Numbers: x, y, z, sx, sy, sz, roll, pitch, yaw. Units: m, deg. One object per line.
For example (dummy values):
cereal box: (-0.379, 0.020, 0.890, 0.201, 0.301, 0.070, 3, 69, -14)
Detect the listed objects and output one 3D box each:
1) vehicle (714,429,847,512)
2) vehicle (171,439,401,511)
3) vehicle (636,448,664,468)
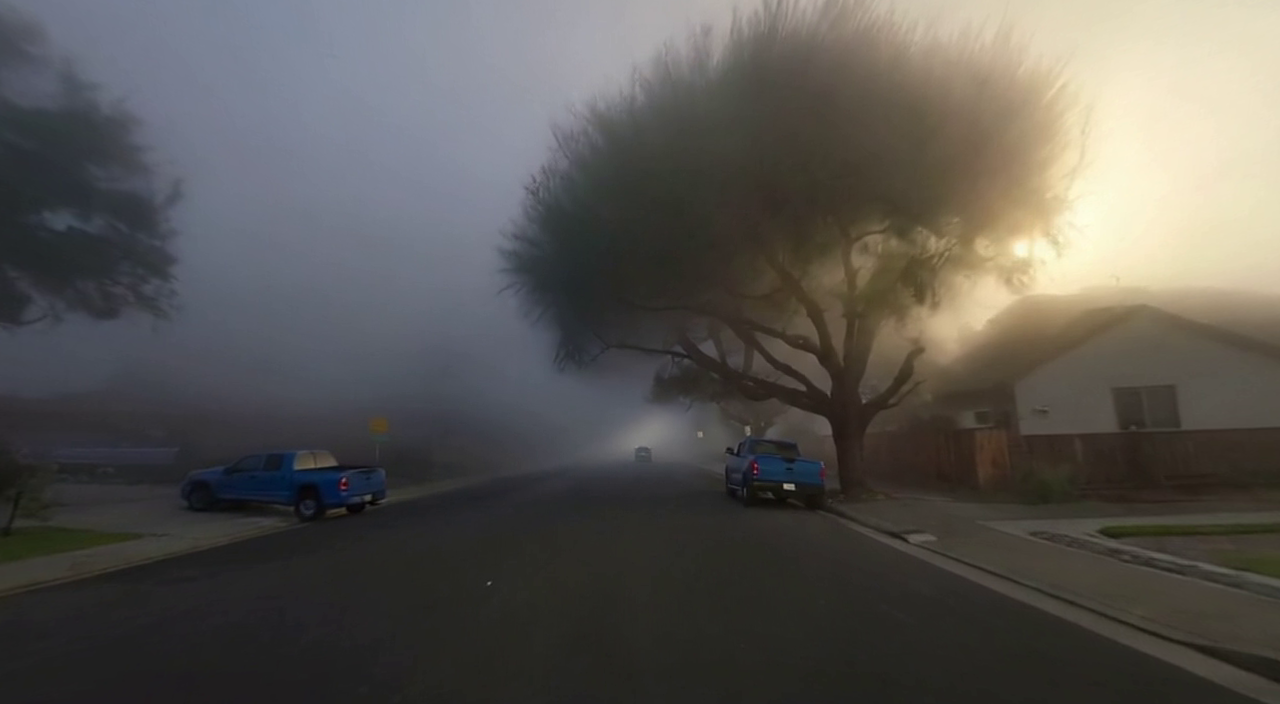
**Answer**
vehicle: (3.610, 3.194, 17.656, 2.394, 1.901, 5.759, 0, -9, 0)
vehicle: (-9.319, 3.239, 16.950, 4.947, 1.769, 2.023, 0, -9, 2)
vehicle: (0.735, 8.085, 48.370, 2.064, 1.477, 3.968, 0, -9, 1)
